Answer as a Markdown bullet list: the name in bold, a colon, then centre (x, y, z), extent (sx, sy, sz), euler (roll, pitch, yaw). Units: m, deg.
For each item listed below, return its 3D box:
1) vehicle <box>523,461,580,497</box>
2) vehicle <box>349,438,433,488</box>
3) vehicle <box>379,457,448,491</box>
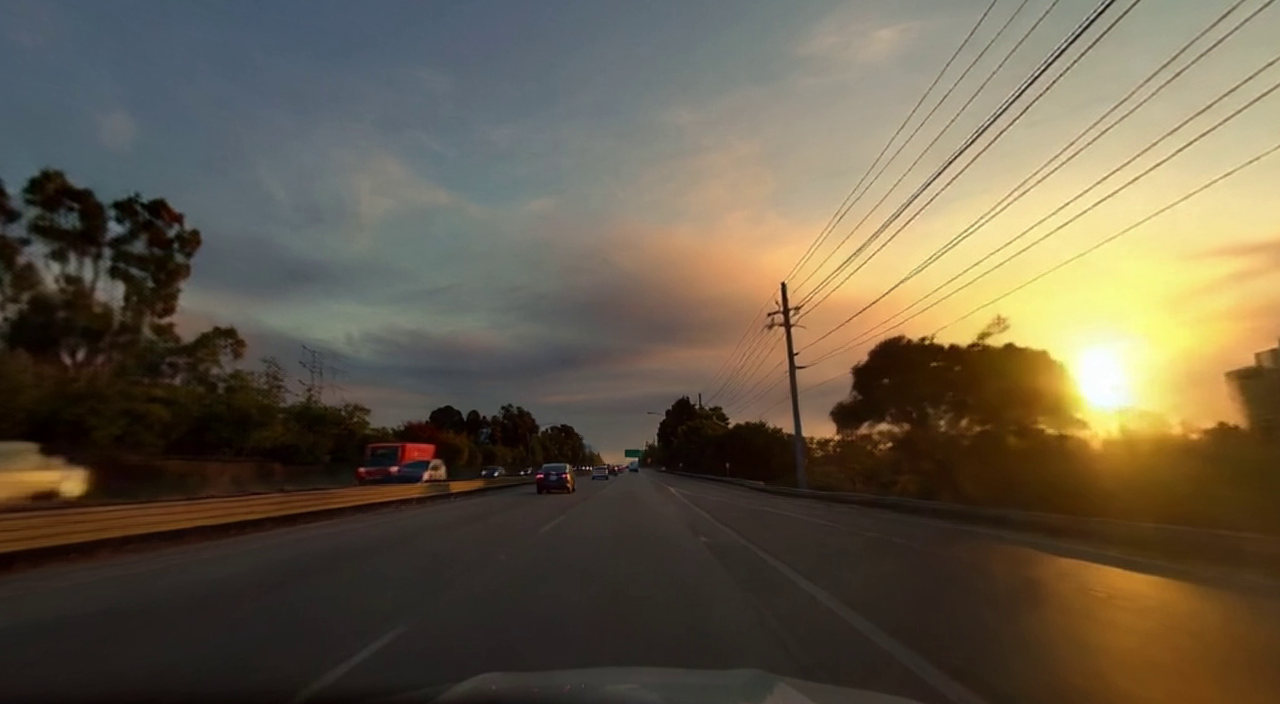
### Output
- **vehicle**: centre (-3.972, 5.831, 29.063), extent (1.963, 1.501, 4.227), euler (1, -11, 0)
- **vehicle**: centre (-17.509, 7.961, 44.966), extent (2.548, 3.168, 8.075), euler (1, -11, 0)
- **vehicle**: centre (-12.803, 6.940, 35.932), extent (1.995, 1.788, 4.925), euler (1, -11, 1)
